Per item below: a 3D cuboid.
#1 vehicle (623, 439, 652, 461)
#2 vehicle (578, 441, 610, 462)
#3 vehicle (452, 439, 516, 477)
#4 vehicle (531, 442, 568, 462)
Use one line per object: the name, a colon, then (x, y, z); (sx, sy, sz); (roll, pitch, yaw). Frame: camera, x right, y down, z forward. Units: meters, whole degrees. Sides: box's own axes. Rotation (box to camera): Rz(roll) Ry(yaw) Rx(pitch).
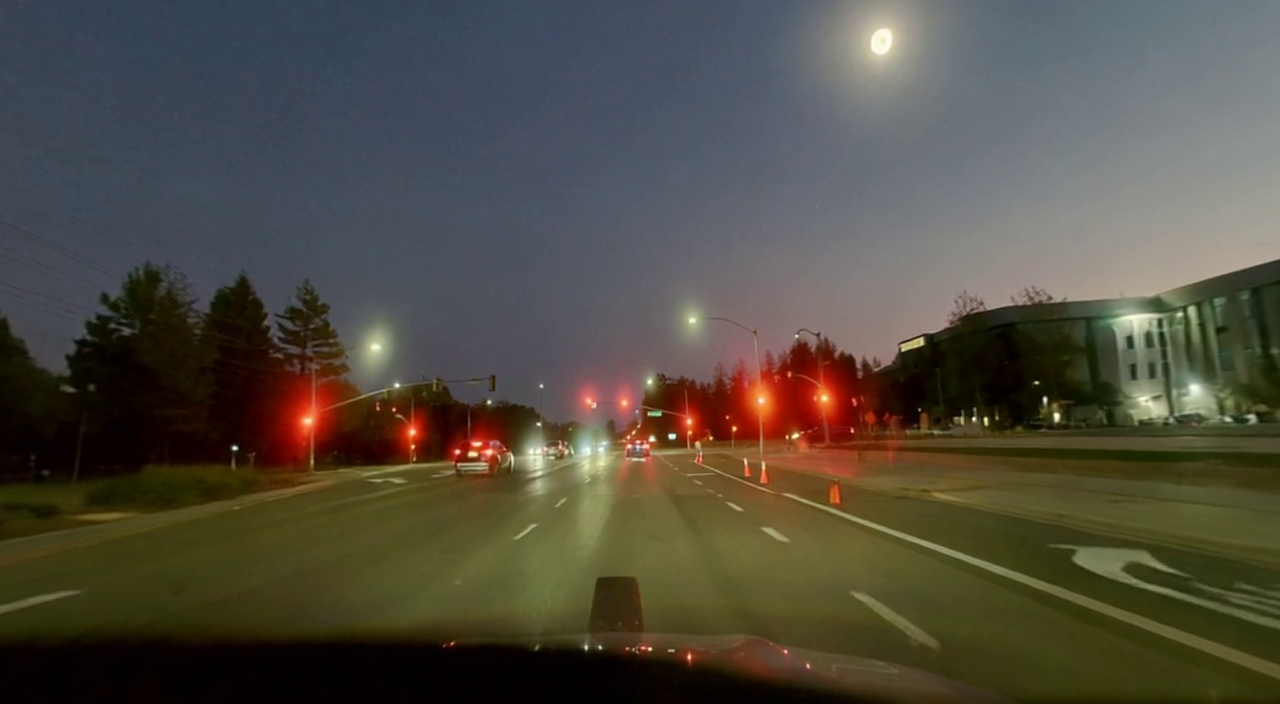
vehicle: (-0.137, 7.000, 45.222); (1.985, 1.521, 3.968); (0, -8, 0)
vehicle: (-3.220, 7.134, 45.359); (1.946, 1.437, 4.154); (0, -8, 1)
vehicle: (-6.986, 4.781, 28.750); (1.869, 1.570, 4.064); (0, -8, 0)
vehicle: (-6.799, 7.549, 47.952); (2.074, 1.447, 4.224); (0, -8, 1)
